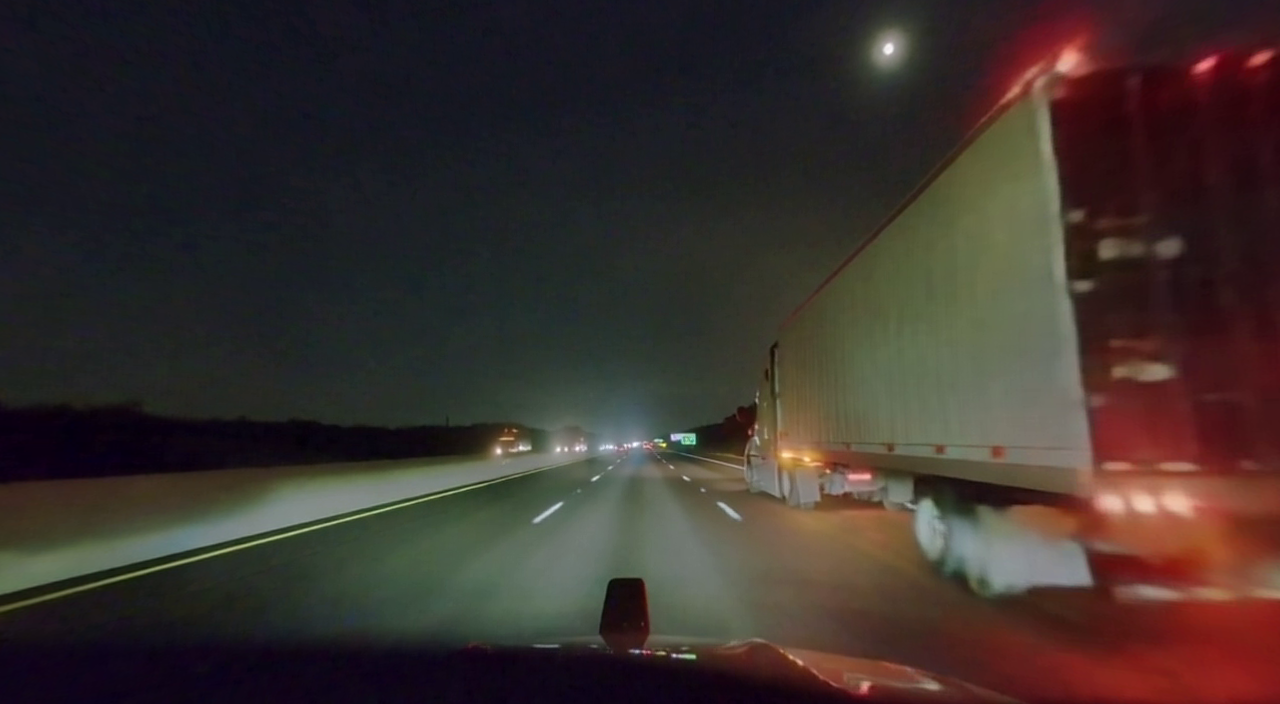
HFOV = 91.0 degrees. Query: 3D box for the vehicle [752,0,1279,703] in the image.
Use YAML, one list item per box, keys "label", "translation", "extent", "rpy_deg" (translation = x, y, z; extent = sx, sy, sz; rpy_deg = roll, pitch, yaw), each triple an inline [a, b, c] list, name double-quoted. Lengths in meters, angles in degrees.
- label: "vehicle"
  translation: [4.100, 0.716, 8.942]
  extent: [2.870, 3.768, 11.872]
  rpy_deg: [0, -8, 0]
